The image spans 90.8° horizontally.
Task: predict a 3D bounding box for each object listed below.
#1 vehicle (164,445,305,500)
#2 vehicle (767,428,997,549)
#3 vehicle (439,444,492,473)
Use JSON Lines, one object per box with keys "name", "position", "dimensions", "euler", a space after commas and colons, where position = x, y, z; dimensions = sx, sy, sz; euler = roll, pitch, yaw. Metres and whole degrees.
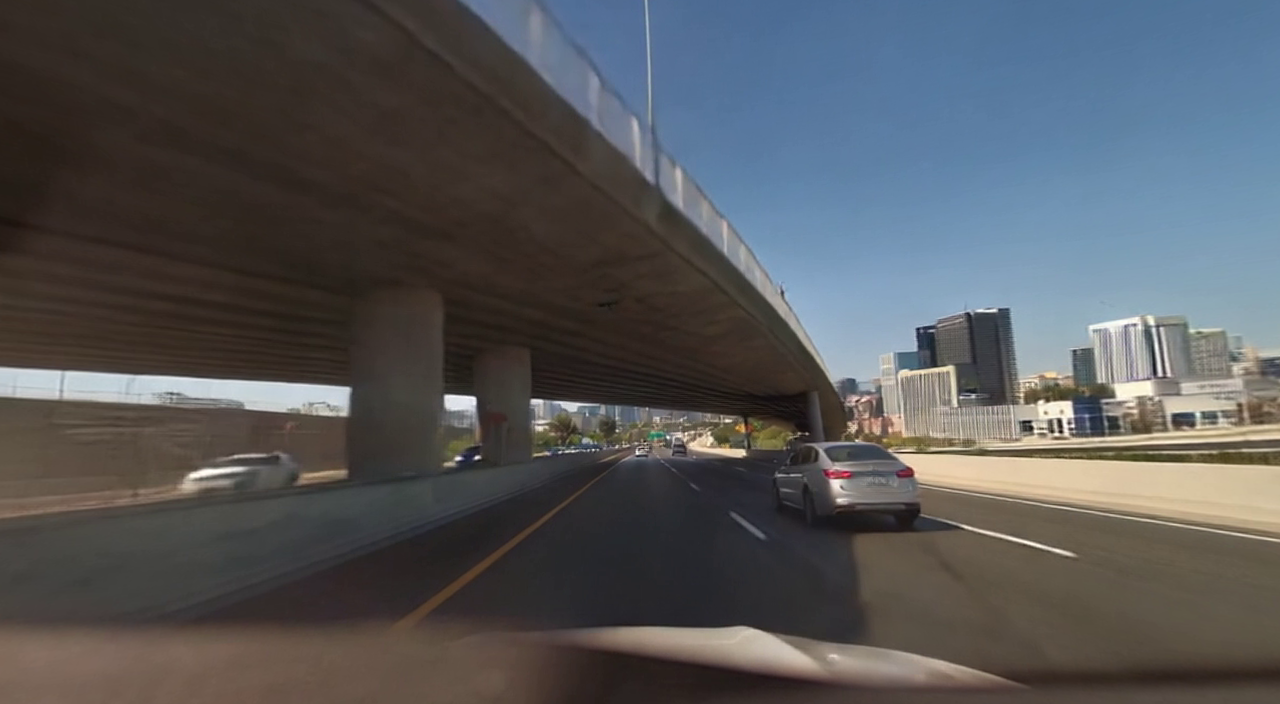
{"name": "vehicle", "position": [-14.844, 4.390, 23.506], "dimensions": [2.106, 1.809, 4.622], "euler": [0, -8, 1]}
{"name": "vehicle", "position": [3.581, 2.105, 10.479], "dimensions": [1.982, 1.533, 4.612], "euler": [0, -8, 0]}
{"name": "vehicle", "position": [-10.870, 6.644, 39.738], "dimensions": [1.912, 1.682, 4.427], "euler": [0, -8, 2]}
